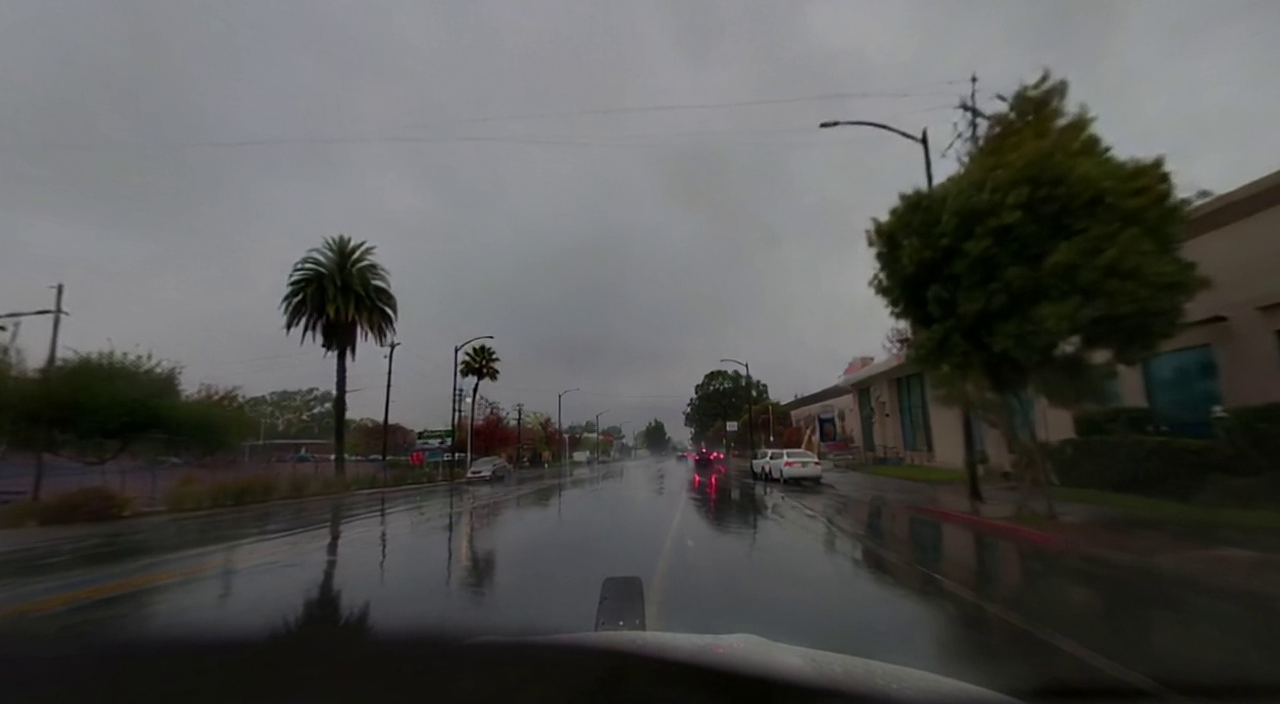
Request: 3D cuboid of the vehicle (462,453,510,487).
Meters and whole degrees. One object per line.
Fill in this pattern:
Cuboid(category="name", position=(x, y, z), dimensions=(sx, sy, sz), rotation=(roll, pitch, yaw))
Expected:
Cuboid(category="vehicle", position=(-10.999, 8.433, 45.544), dimensions=(1.949, 2.026, 5.141), rotation=(2, -7, 2))

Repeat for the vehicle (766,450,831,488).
Cuboid(category="vehicle", position=(6.808, 5.036, 27.597), dimensions=(1.834, 1.504, 4.331), rotation=(0, -8, 1))

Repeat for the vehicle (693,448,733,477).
Cuboid(category="vehicle", position=(4.098, 6.155, 35.430), dimensions=(2.067, 1.477, 4.653), rotation=(-1, -9, 6))
